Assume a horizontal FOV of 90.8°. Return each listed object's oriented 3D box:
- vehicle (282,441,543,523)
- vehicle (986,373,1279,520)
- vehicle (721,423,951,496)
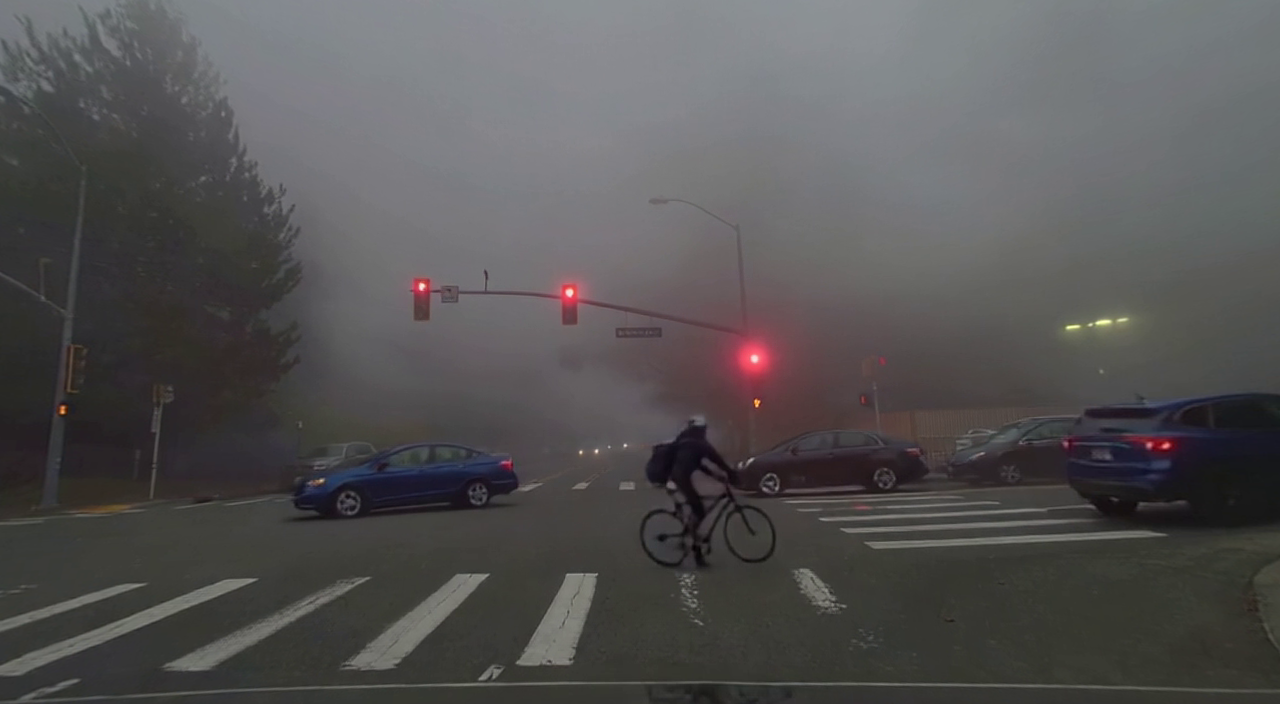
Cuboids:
[{"bbox_3d":[-4.374,2.521,12.662,4.533,1.419,1.755,3,-9,-18],"label":"vehicle"},{"bbox_3d":[8.351,1.327,9.296,5.122,1.781,2.098,-4,-9,4],"label":"vehicle"},{"bbox_3d":[4.019,2.340,13.677,4.385,1.419,1.855,-1,-10,4],"label":"vehicle"}]
